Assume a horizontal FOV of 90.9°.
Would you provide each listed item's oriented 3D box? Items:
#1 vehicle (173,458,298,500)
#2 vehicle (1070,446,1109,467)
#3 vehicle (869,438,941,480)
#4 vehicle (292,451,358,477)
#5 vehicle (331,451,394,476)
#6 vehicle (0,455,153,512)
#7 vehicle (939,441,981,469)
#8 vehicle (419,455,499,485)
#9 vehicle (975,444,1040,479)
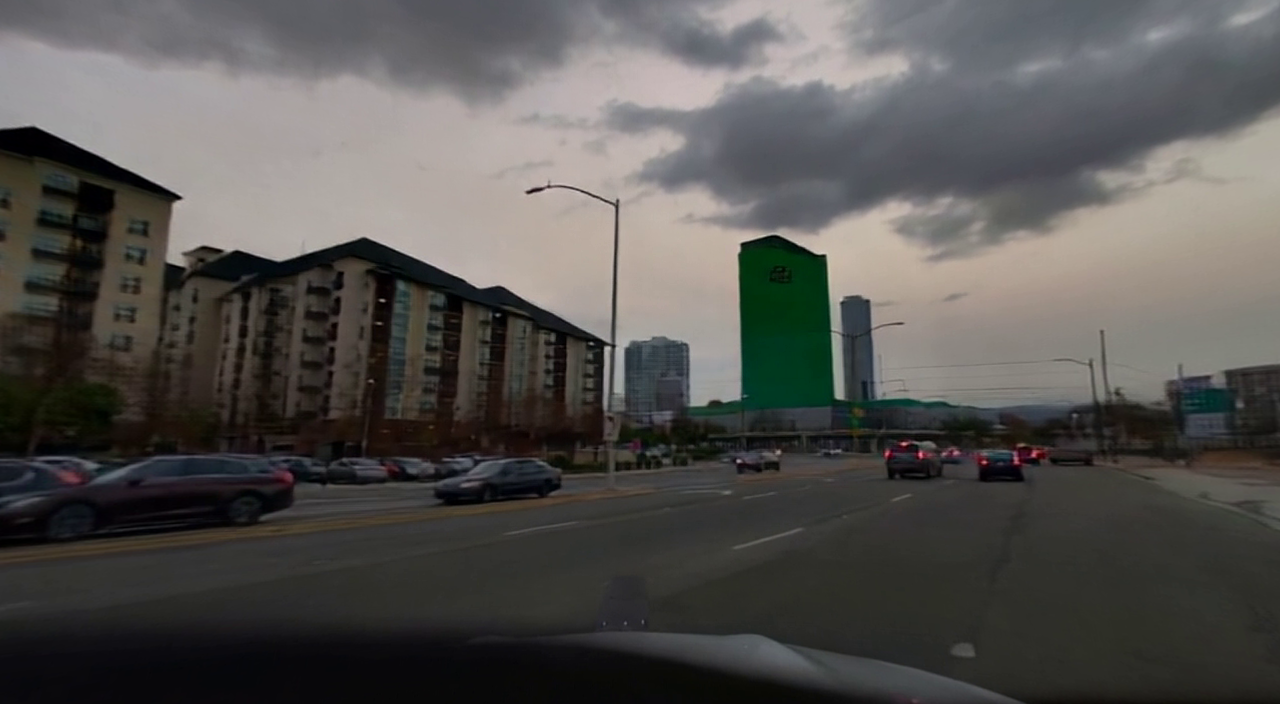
[{"bbox_3d":[-17.908,5.603,28.101,1.884,1.575,4.215,-5,-10,32],"label":"vehicle"},{"bbox_3d":[34.150,7.917,47.944,1.981,1.449,4.533,-5,-10,31],"label":"vehicle"},{"bbox_3d":[11.822,4.680,27.946,2.031,1.692,4.284,-6,-10,34],"label":"vehicle"},{"bbox_3d":[-19.953,7.068,39.874,4.108,1.494,2.133,-7,-10,38],"label":"vehicle"},{"bbox_3d":[-18.492,7.404,41.929,3.990,1.502,2.113,-7,-11,38],"label":"vehicle"},{"bbox_3d":[-21.283,4.704,22.920,2.011,1.803,5.127,-6,-10,35],"label":"vehicle"},{"bbox_3d":[21.096,6.747,41.479,1.857,1.697,4.011,-6,-10,34],"label":"vehicle"},{"bbox_3d":[-11.037,7.227,38.761,1.875,1.600,4.604,-6,-10,33],"label":"vehicle"},{"bbox_3d":[16.798,4.910,28.707,2.041,1.444,4.710,-6,-10,35],"label":"vehicle"}]
